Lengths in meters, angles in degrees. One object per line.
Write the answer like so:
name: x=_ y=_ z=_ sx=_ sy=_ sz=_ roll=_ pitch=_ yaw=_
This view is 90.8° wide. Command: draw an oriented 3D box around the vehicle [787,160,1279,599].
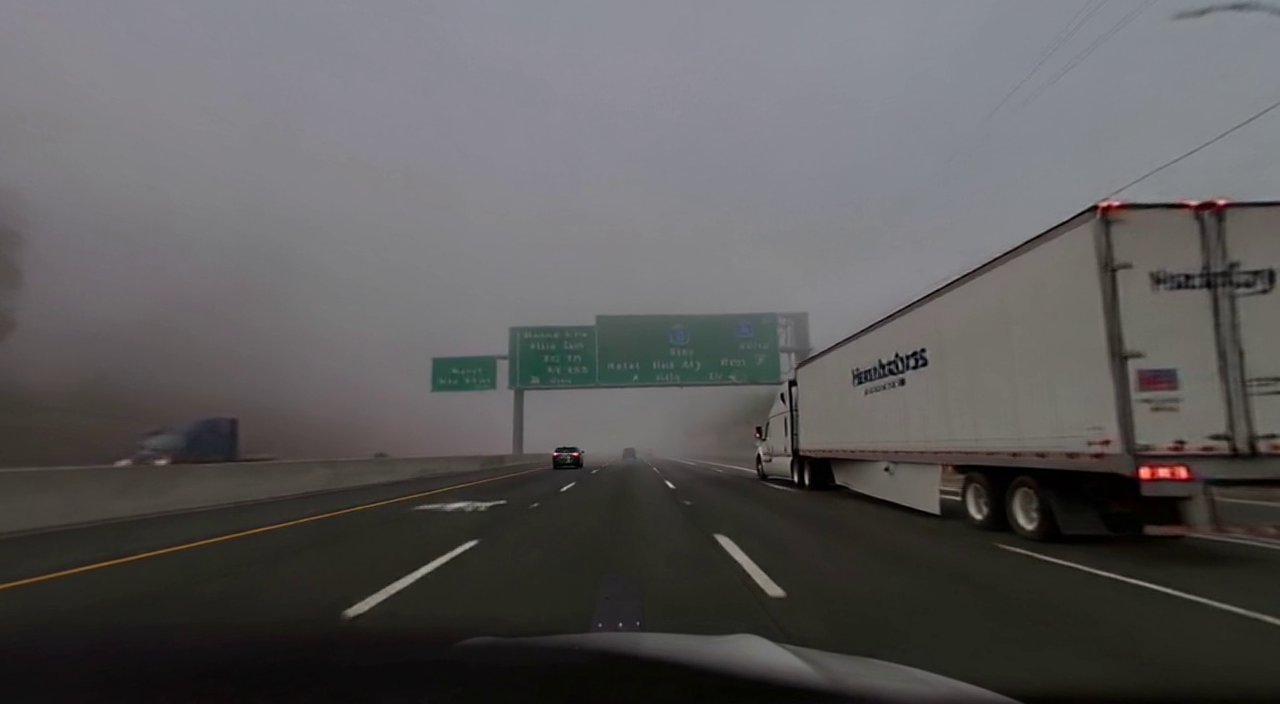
vehicle: x=6.694 y=1.347 z=13.845 sx=2.919 sy=4.195 sz=15.833 roll=0 pitch=-9 yaw=-1

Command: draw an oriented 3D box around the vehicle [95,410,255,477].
vehicle: x=-17.897 y=3.593 z=24.796 sx=2.202 sy=2.326 sz=5.237 roll=0 pitch=-9 yaw=0

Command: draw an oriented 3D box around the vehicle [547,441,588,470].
vehicle: x=-4.395 y=6.328 z=38.863 sx=2.027 sy=1.651 sz=4.099 roll=0 pitch=-9 yaw=0

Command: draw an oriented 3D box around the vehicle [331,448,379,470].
vehicle: x=-17.984 y=6.752 z=39.950 sx=1.475 sy=1.339 sz=3.280 roll=0 pitch=-9 yaw=0
